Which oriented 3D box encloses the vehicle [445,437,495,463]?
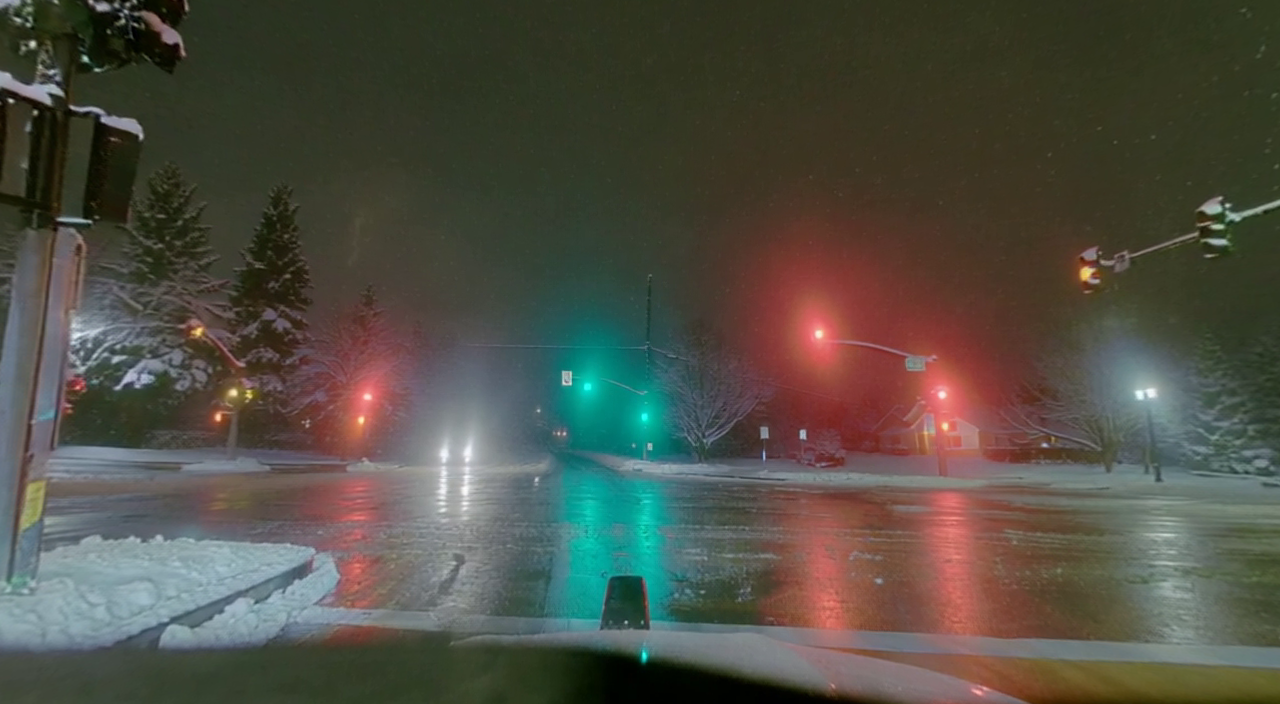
[{"bbox_3d":[-12.581,7.286,46.970,2.238,1.827,5.007,0,-8,1],"label":"vehicle"}]
